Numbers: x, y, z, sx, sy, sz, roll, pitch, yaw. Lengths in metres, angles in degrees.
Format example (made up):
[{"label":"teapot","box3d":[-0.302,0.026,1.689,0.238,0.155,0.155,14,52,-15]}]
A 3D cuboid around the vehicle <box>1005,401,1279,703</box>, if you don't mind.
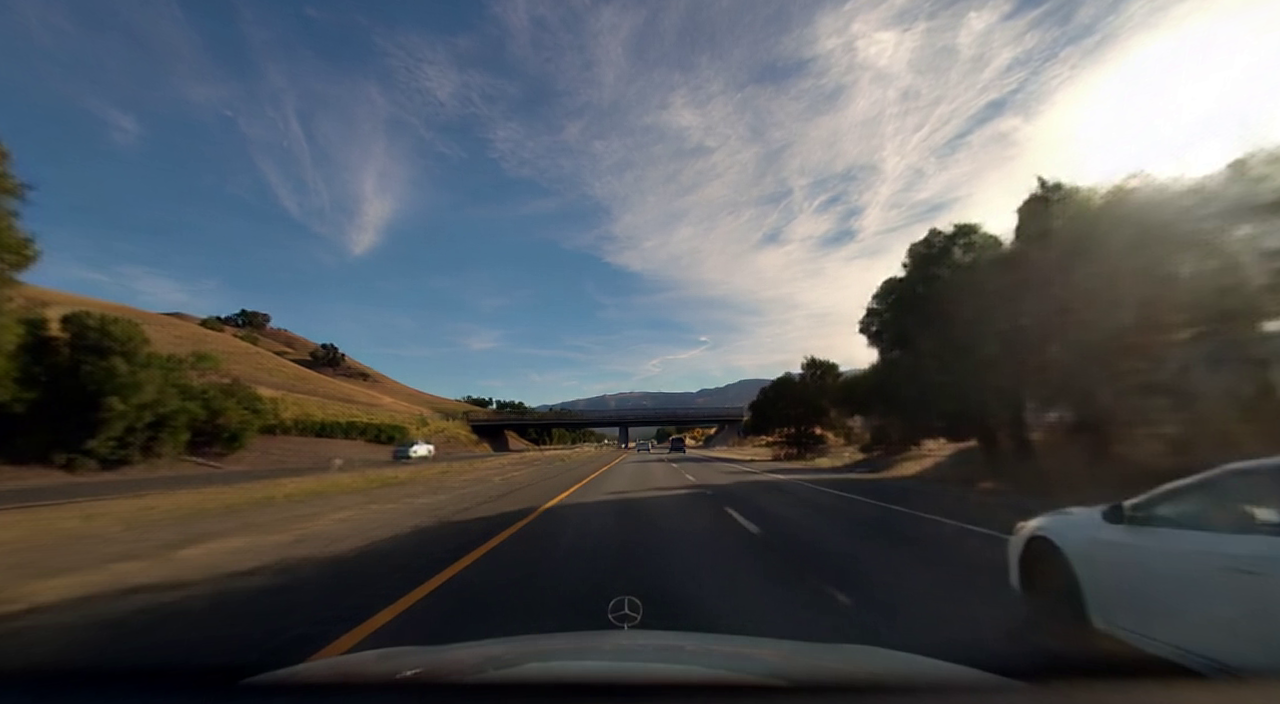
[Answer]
[{"label":"vehicle","box3d":[3.936,0.929,2.566,2.027,1.487,4.718,0,-8,-1]}]
